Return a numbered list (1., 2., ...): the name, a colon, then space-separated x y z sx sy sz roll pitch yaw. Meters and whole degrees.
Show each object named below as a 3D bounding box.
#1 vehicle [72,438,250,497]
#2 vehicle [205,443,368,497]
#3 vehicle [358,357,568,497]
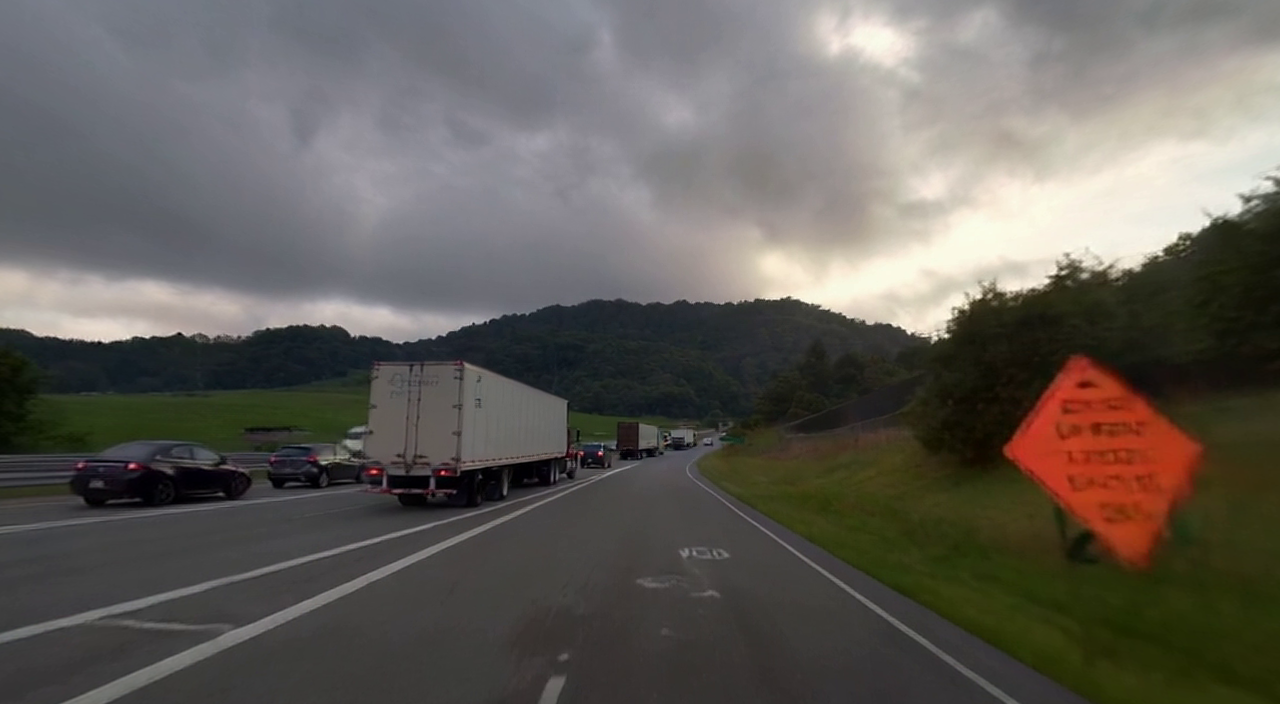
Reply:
1. vehicle: -15.034 3.637 20.139 1.943 1.662 4.283 -1 -9 8
2. vehicle: -11.053 3.712 20.248 1.925 1.493 4.864 -1 -9 8
3. vehicle: -6.023 3.292 25.656 2.848 4.067 14.314 -1 -9 7
